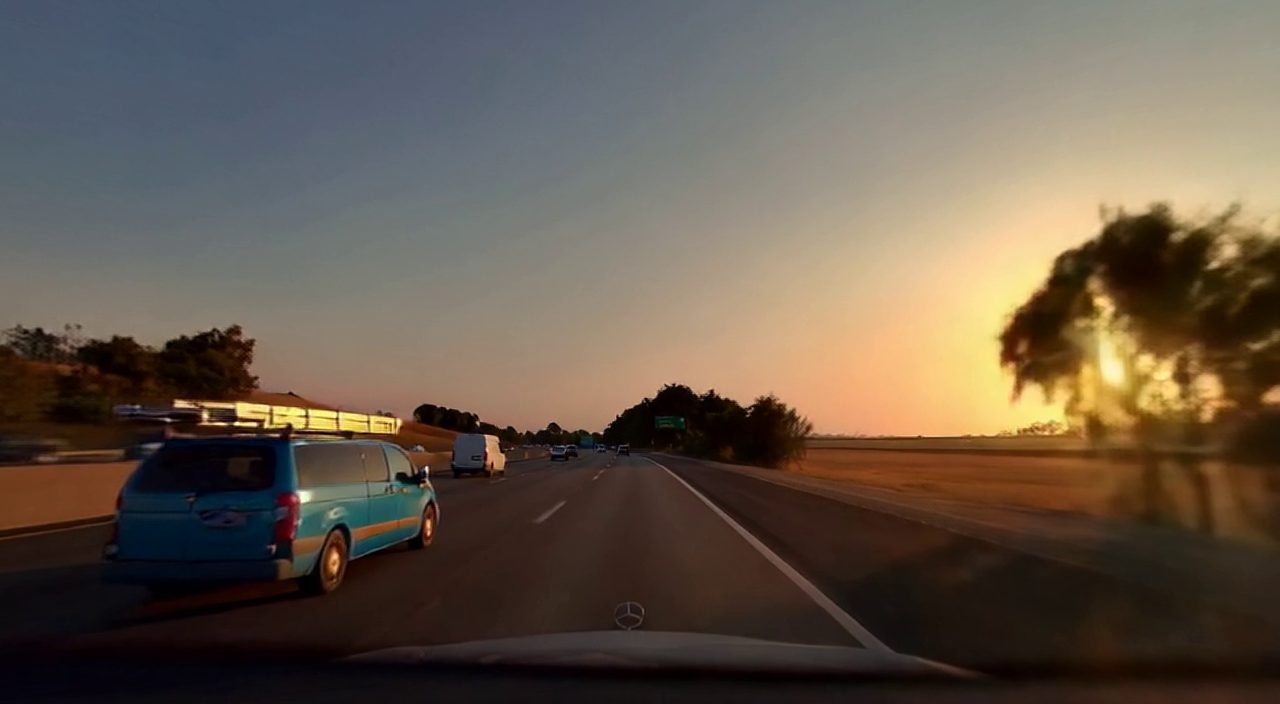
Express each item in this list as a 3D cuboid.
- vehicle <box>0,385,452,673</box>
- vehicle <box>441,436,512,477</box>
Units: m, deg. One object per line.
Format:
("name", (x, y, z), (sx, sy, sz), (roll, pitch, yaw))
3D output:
("vehicle", (-3.624, 1.401, 6.194), (2.040, 1.679, 4.865), (0, -9, 0))
("vehicle", (-7.561, 4.888, 29.704), (2.093, 1.752, 4.771), (0, -9, 0))
